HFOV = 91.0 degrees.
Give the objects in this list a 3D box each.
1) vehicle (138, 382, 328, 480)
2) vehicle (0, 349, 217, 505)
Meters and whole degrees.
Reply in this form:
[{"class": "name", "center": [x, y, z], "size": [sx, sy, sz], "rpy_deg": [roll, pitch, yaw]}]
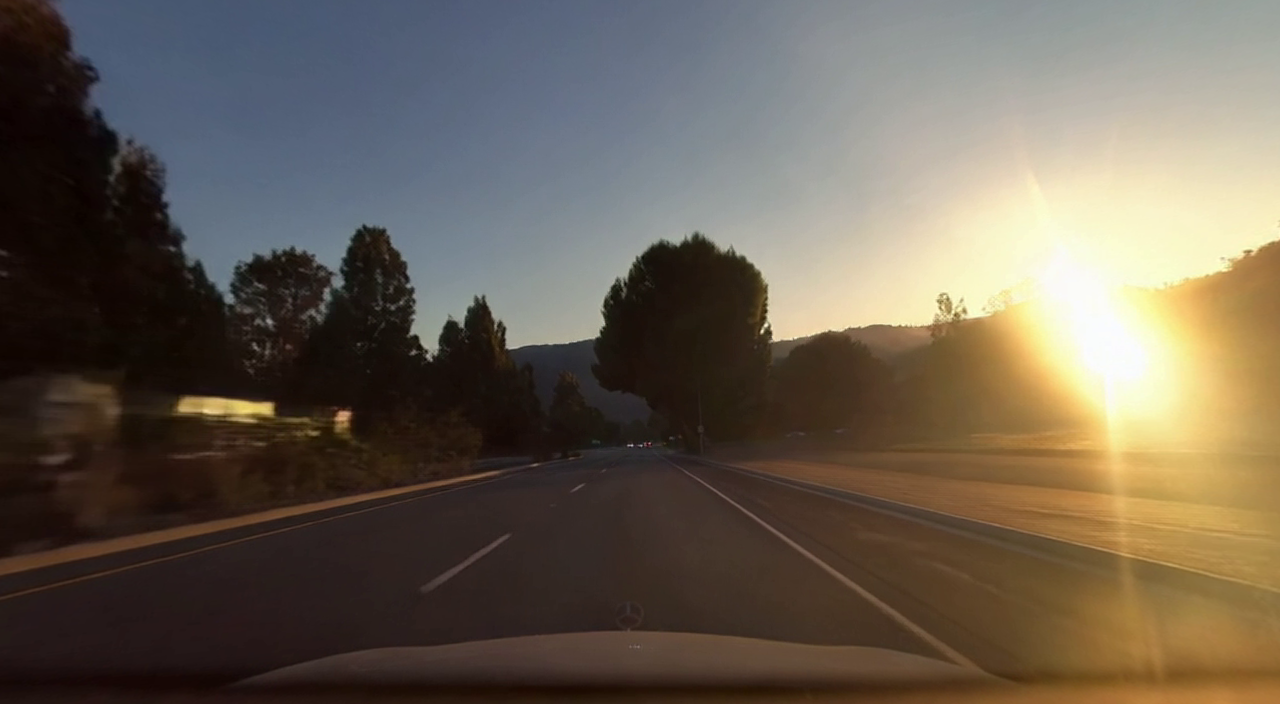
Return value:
[{"class": "vehicle", "center": [-17.274, 3.547, 27.689], "size": [2.816, 3.640, 8.061], "rpy_deg": [0, -8, 1]}, {"class": "vehicle", "center": [-17.274, 2.252, 18.229], "size": [3.008, 3.803, 9.935], "rpy_deg": [0, -8, 0]}]
